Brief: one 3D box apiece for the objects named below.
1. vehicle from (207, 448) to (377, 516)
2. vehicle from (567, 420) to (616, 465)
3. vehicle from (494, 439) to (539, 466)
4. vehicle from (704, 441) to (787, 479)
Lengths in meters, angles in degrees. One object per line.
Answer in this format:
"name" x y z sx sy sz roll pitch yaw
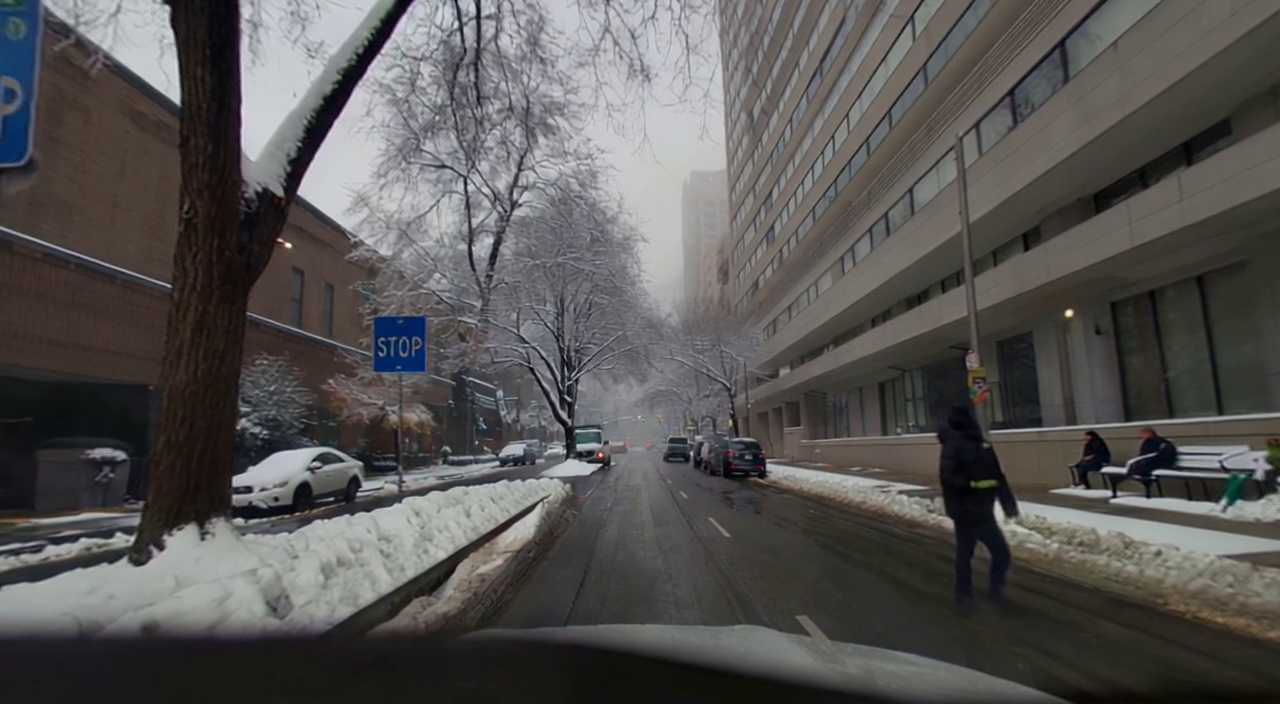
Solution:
"vehicle" -8.797 3.285 16.528 2.007 1.503 4.343 0 -8 -1
"vehicle" -2.977 5.757 40.109 2.317 2.596 6.053 0 -8 3
"vehicle" -8.871 7.234 45.599 2.256 1.802 4.333 0 -8 2
"vehicle" 4.588 4.562 26.985 1.858 1.491 4.329 -5 -10 33
